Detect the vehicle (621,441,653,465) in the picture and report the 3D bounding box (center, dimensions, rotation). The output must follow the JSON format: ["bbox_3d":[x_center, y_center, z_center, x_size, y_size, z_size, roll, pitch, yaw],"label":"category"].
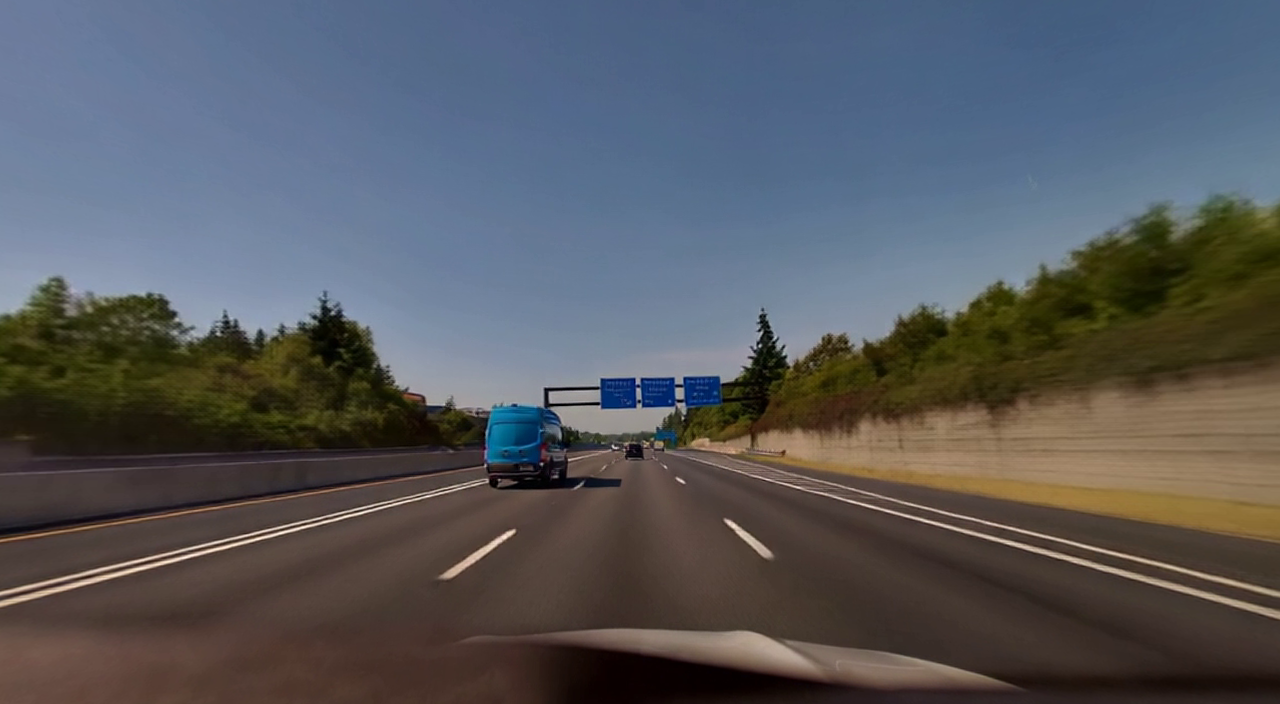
[{"bbox_3d":[-0.214,7.204,45.093,2.183,1.662,3.968,0,-9,0],"label":"vehicle"}]

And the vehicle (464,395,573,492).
[{"bbox_3d":[-3.768,3.049,20.988,2.382,2.736,5.982,0,-9,1],"label":"vehicle"}]
